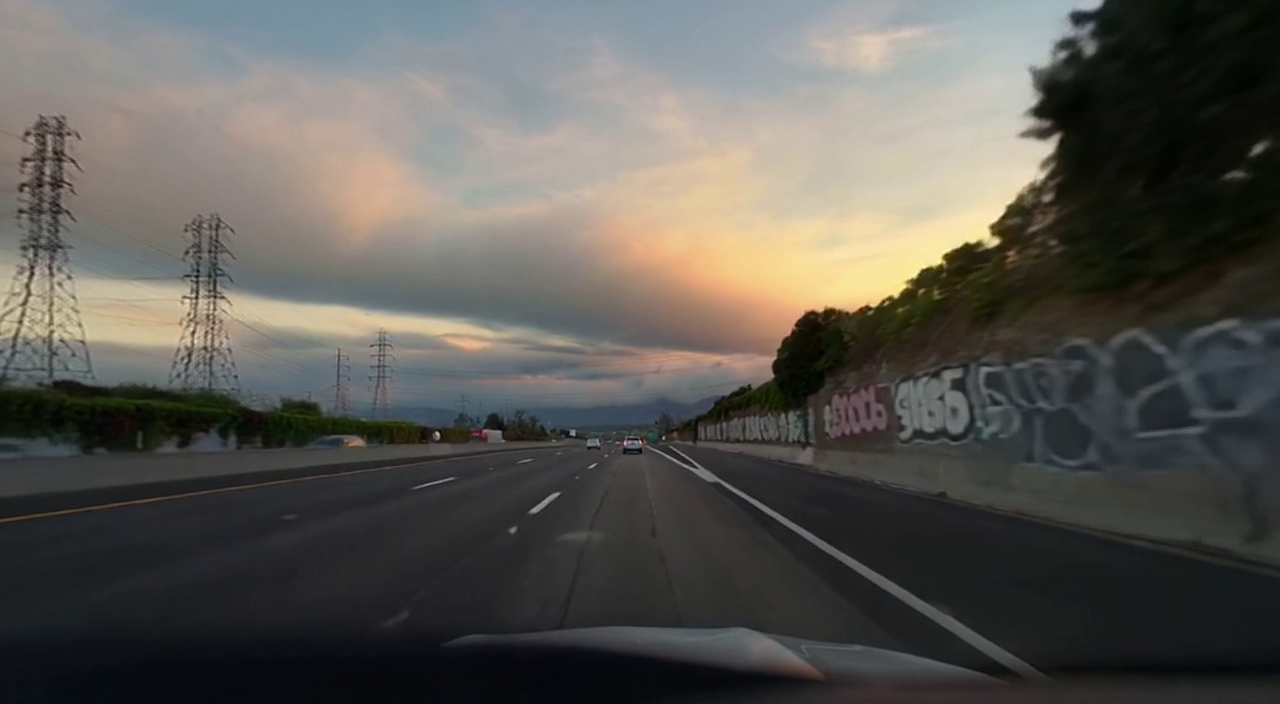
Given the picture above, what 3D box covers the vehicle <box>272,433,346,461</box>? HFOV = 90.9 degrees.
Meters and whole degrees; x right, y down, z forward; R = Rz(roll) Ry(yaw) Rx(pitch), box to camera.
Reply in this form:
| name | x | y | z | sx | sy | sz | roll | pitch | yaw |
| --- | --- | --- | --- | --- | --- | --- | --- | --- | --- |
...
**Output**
| name | x | y | z | sx | sy | sz | roll | pitch | yaw |
| --- | --- | --- | --- | --- | --- | --- | --- | --- | --- |
| vehicle | -18.853 | 5.404 | 36.128 | 1.822 | 1.474 | 4.426 | 0 | -8 | 0 |
